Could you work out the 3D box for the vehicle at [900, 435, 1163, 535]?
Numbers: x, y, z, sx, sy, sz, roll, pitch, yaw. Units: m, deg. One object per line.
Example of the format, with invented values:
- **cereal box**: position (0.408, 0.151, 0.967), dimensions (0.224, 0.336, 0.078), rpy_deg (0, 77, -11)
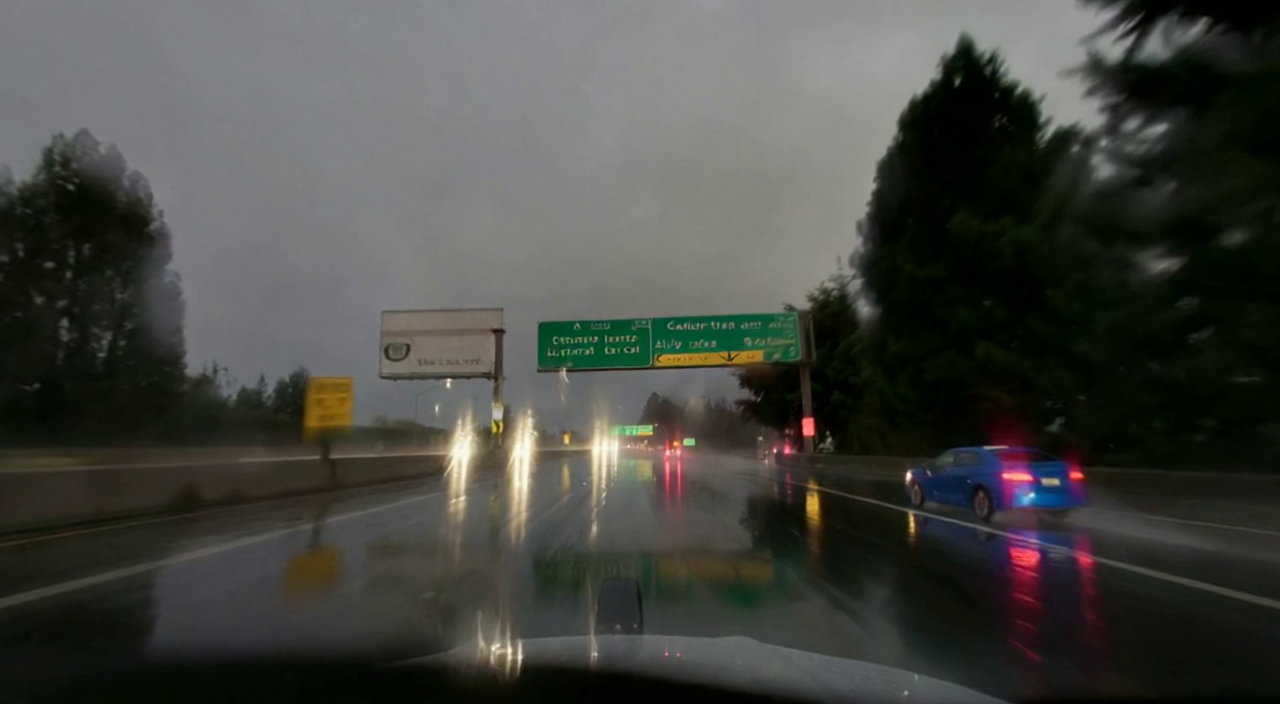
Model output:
- **vehicle**: position (6.896, 2.328, 11.884), dimensions (1.958, 1.498, 4.447), rpy_deg (1, -8, -3)
